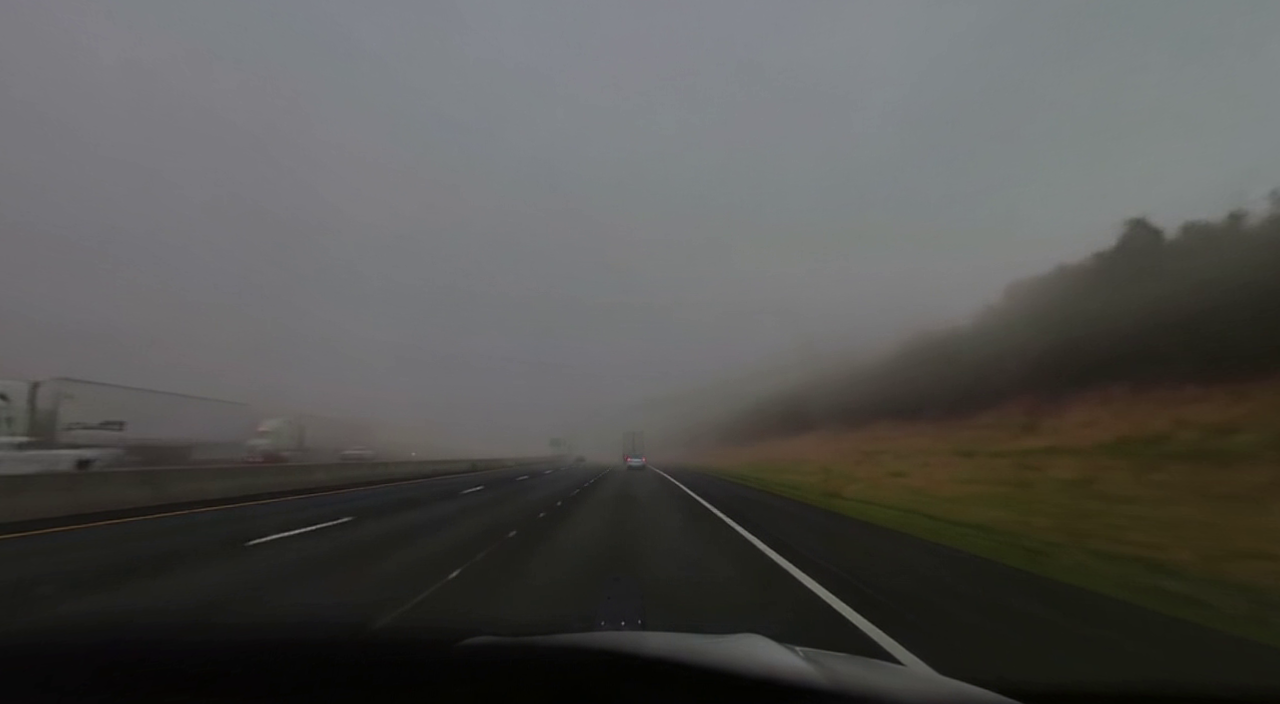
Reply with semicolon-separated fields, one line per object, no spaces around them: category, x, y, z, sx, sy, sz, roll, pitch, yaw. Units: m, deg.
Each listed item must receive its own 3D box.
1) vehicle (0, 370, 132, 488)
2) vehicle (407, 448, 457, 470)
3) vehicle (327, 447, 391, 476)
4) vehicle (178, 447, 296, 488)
vehicle;-23.359;2.891;23.082;3.012;3.968;7.683;0;-9;-1
vehicle;-15.563;8.034;47.445;2.155;1.506;4.541;0;-9;0
vehicle;-15.404;6.025;34.791;1.699;1.513;3.748;0;-9;1
vehicle;-15.759;4.516;24.947;1.884;1.436;4.220;0;-9;-1
